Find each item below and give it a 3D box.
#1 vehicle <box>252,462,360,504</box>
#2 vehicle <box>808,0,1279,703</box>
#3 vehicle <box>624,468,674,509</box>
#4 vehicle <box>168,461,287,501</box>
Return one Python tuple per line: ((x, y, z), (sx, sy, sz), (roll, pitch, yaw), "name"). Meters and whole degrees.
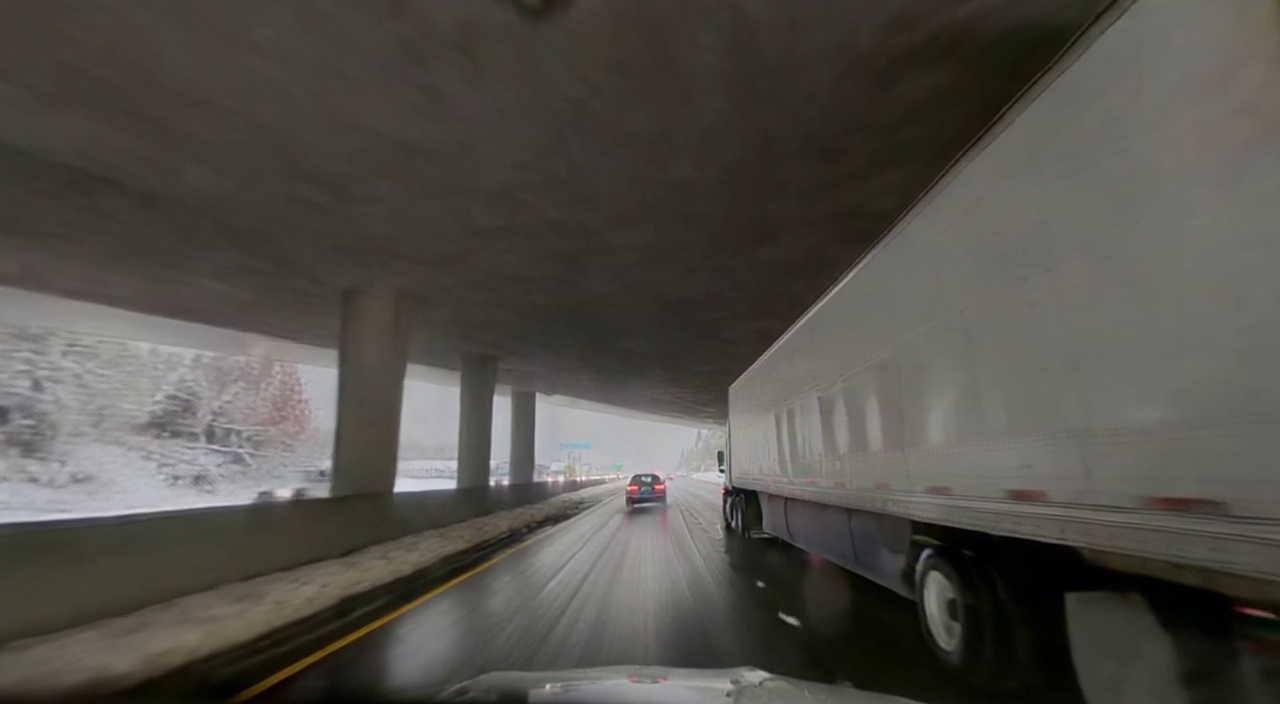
((-12.944, 5.085, 24.744), (1.756, 1.448, 4.305), (1, -10, 1), "vehicle")
((4.196, 0.503, 5.238), (2.980, 3.834, 9.423), (1, -10, 0), "vehicle")
((0.422, 6.223, 29.118), (2.124, 1.653, 4.857), (1, -10, 1), "vehicle")
((-16.818, 5.272, 25.965), (1.983, 1.469, 4.165), (1, -10, 1), "vehicle")
